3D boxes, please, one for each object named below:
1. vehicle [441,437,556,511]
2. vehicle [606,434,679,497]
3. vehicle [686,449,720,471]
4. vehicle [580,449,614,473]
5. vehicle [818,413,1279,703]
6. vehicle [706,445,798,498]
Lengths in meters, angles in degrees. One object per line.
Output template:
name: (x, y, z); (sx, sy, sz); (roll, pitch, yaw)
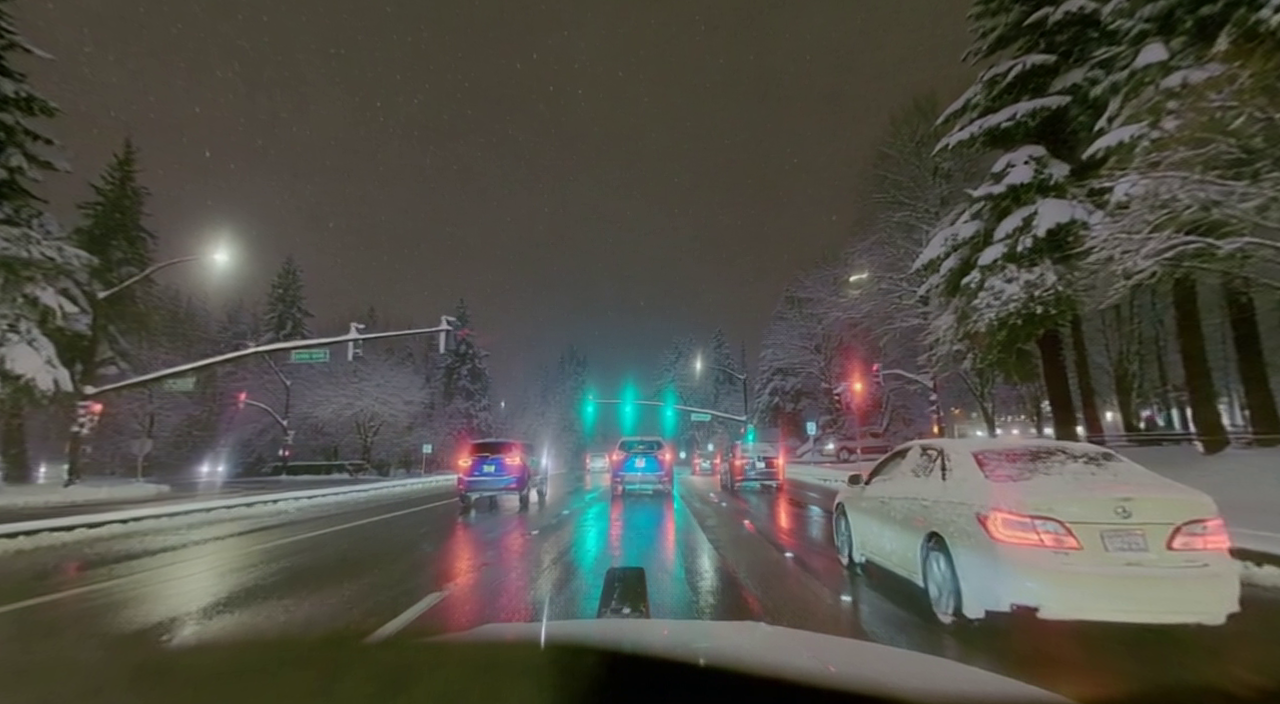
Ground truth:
vehicle: (-3.588, 3.164, 16.894); (2.039, 1.709, 4.265); (0, -8, 1)
vehicle: (0.083, 3.666, 20.821); (2.132, 1.816, 4.471); (0, -8, 0)
vehicle: (4.373, 7.579, 44.471); (1.996, 1.443, 4.270); (0, -8, 0)
vehicle: (-2.785, 7.225, 42.108); (1.897, 1.479, 4.204); (0, -8, 1)
vehicle: (3.110, 1.364, 5.200); (1.976, 1.491, 4.427); (0, -8, 0)
vehicle: (3.476, 3.807, 20.597); (2.036, 1.480, 4.659); (0, -8, -2)
